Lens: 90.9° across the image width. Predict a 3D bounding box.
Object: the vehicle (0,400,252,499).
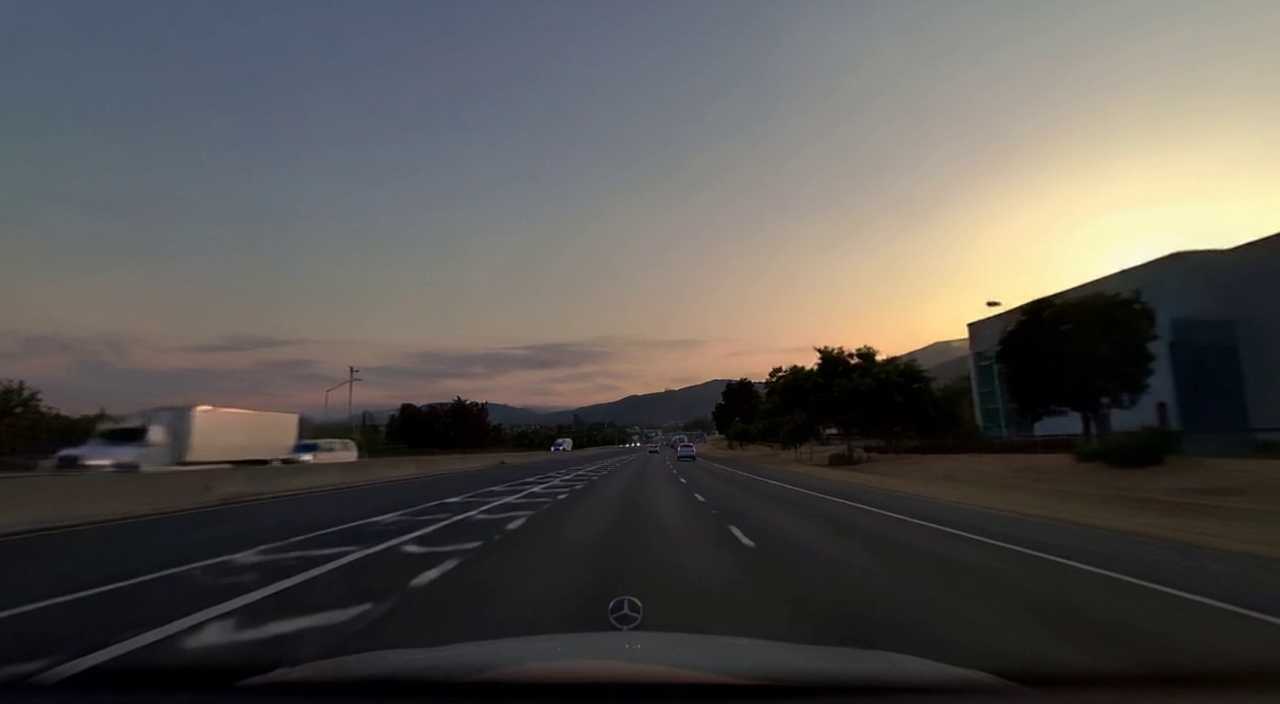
[{"bbox_3d":[-19.734,3.837,25.171,2.989,3.268,8.334,0,-8,1],"label":"vehicle"}]
